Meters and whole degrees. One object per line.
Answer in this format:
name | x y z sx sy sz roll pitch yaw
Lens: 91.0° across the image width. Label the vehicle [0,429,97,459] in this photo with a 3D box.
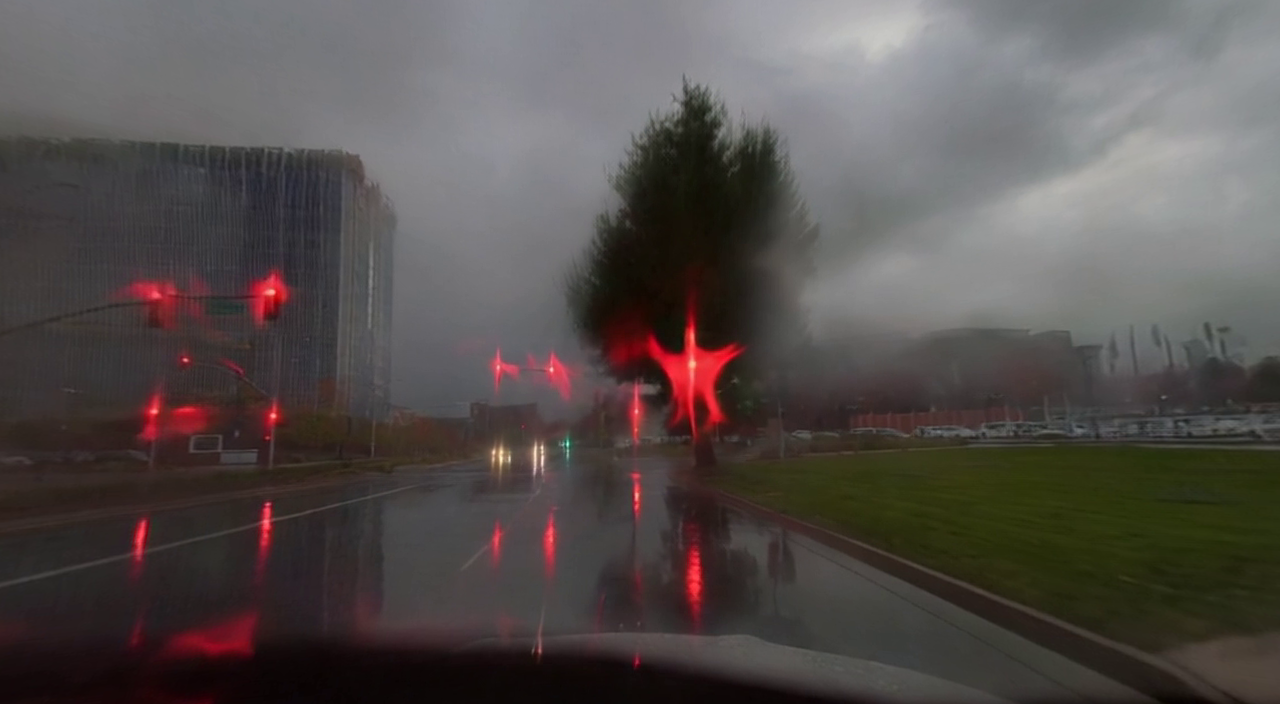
vehicle | -42.667 6.691 45.500 2.119 2.013 5.475 1 -9 -4
